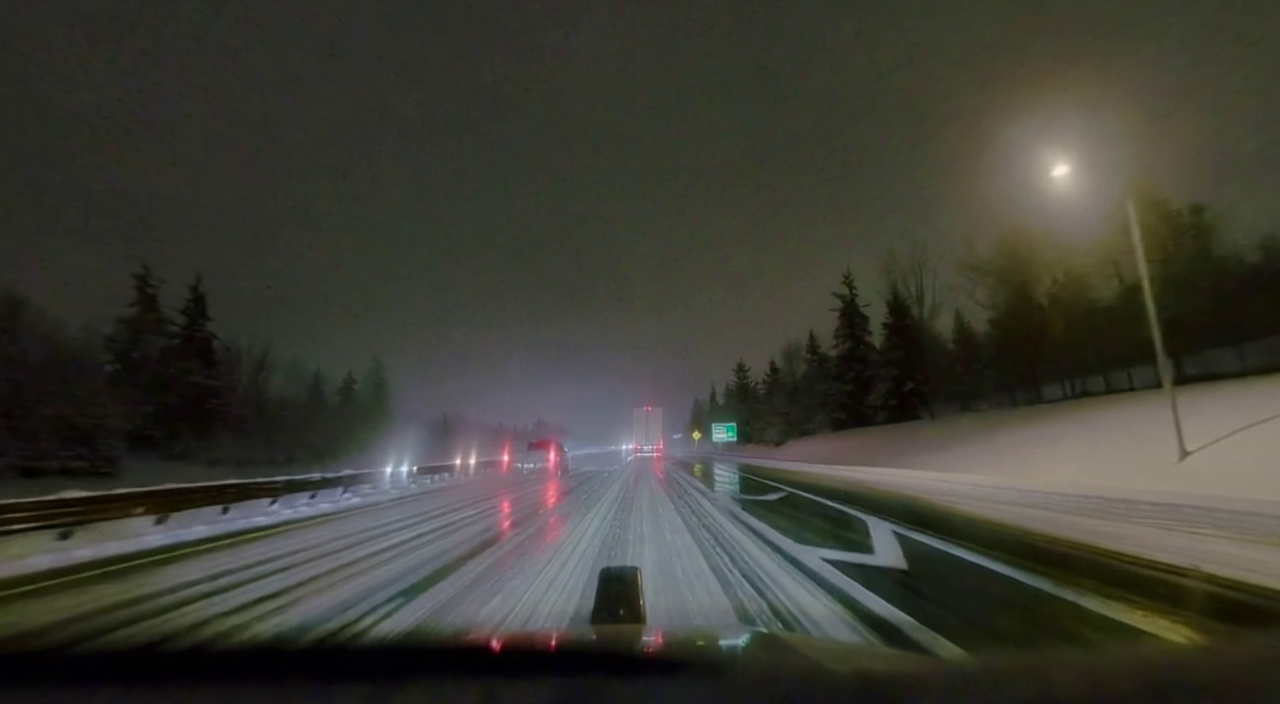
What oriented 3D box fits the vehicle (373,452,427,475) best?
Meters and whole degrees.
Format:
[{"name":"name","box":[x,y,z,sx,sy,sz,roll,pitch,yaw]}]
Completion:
[{"name":"vehicle","box":[-17.068,7.900,45.119,1.993,1.507,4.685,0,-9,1]}]

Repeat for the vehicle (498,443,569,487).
[{"name":"vehicle","box":[-4.284,4.637,26.224,2.016,1.636,4.964,0,-9,1]}]

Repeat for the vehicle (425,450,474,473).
[{"name":"vehicle","box":[-13.078,7.518,43.557,1.958,1.438,4.420,0,-9,1]}]
